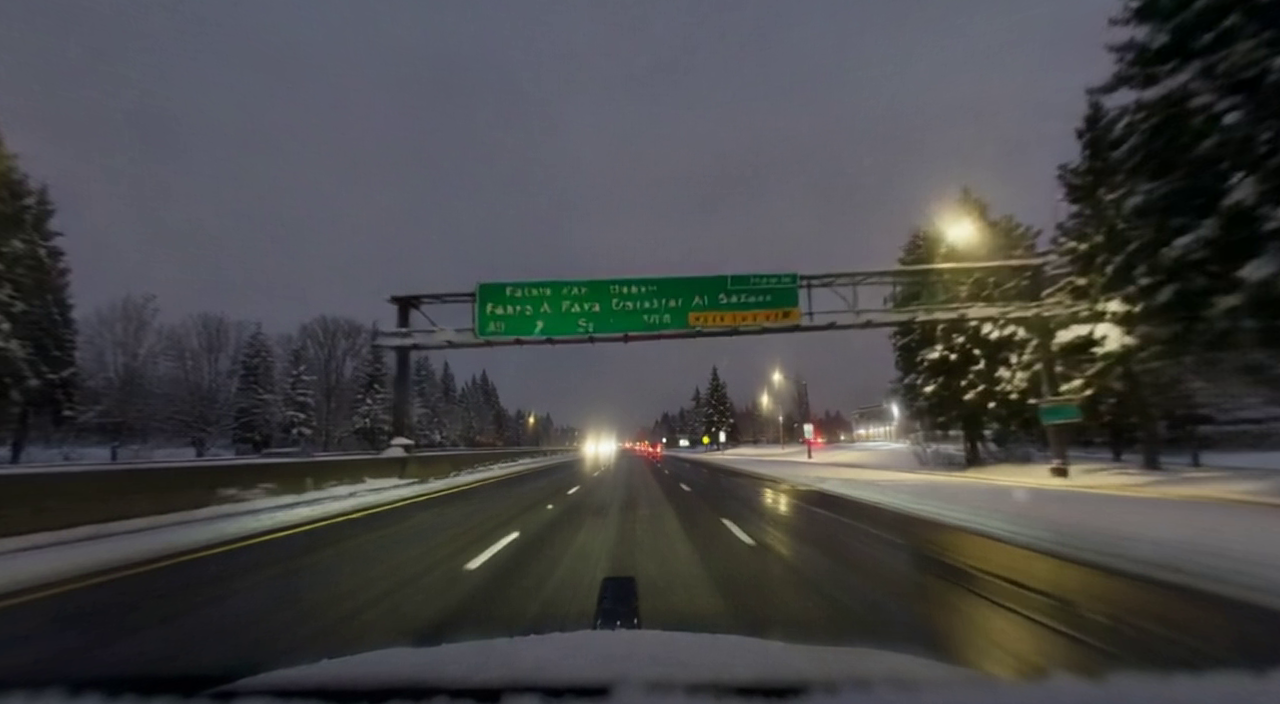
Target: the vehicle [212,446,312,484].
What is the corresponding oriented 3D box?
[{"bbox_3d":[-17.421,5.197,29.401,1.871,1.616,4.427,0,-9,0],"label":"vehicle"}]
